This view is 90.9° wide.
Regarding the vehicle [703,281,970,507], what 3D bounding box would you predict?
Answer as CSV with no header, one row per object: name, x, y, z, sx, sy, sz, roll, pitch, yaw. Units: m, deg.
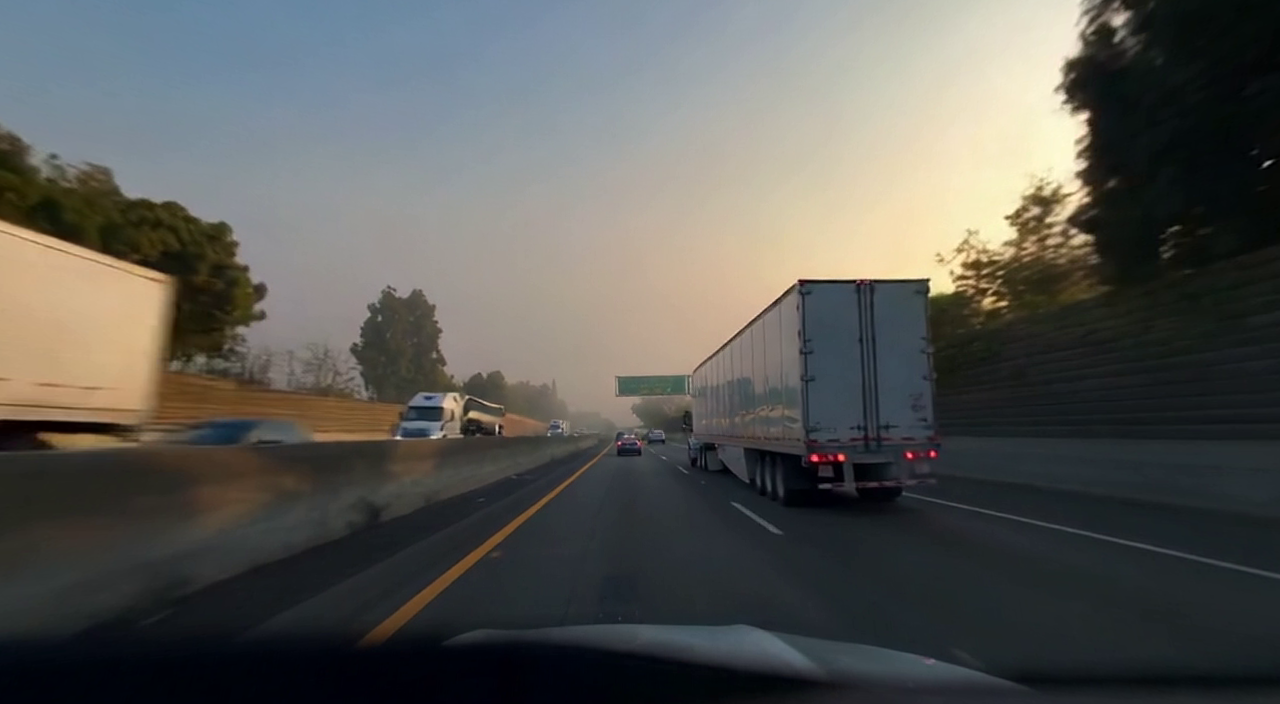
vehicle,4.171,1.632,18.187,2.953,4.045,13.843,0,-8,-1

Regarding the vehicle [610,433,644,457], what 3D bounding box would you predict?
vehicle,-0.808,6.017,41.048,2.119,1.480,4.000,0,-8,-1

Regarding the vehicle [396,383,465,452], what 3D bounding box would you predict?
vehicle,-13.468,4.259,40.705,3.405,4.213,2.708,0,-8,-1

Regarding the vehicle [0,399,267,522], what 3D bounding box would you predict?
vehicle,-8.136,1.619,9.893,1.885,1.483,4.516,0,-8,-2
